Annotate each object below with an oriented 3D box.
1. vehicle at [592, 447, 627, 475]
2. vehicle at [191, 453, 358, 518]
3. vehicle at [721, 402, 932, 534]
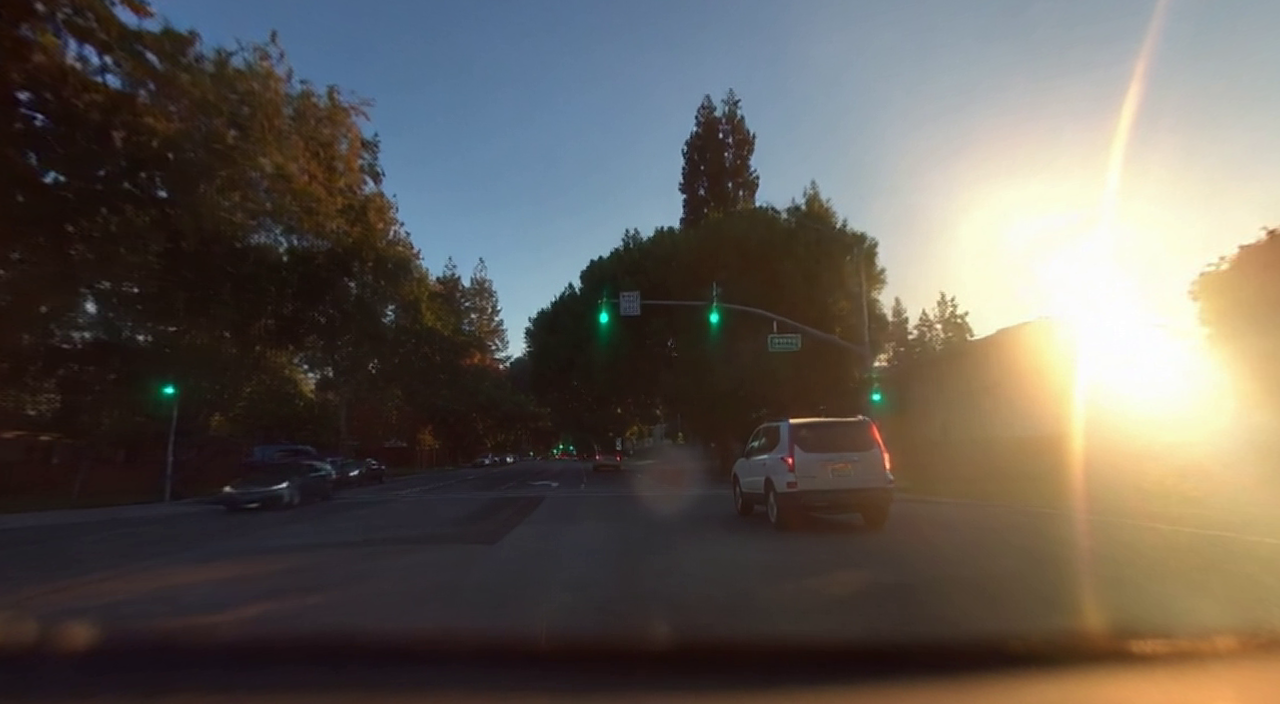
[{"bbox_3d":[-2.106,7.212,42.116,2.138,1.729,4.178,0,-8,-5],"label":"vehicle"},{"bbox_3d":[-10.031,3.658,17.846,2.035,1.475,4.639,0,-8,-1],"label":"vehicle"},{"bbox_3d":[3.315,2.231,12.827,2.338,2.063,5.592,0,-8,-3],"label":"vehicle"}]
